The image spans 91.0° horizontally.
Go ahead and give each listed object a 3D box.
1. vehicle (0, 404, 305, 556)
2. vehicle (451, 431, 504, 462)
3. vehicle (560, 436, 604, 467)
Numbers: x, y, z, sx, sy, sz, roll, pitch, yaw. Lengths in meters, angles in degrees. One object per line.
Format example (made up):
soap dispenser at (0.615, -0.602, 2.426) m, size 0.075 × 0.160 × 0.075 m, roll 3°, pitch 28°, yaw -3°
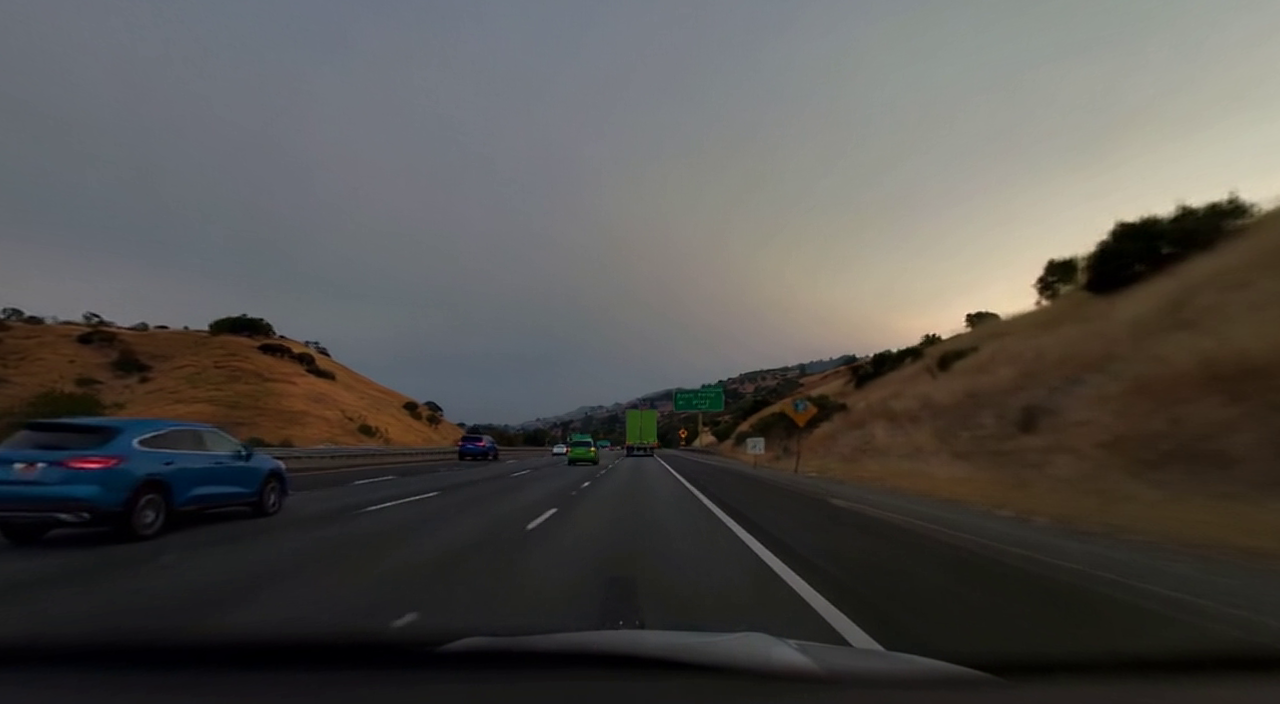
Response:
vehicle at (-7.470, 1.794, 9.529) m, size 2.098 × 1.678 × 4.822 m, roll 0°, pitch -9°, yaw 0°
vehicle at (-10.815, 6.342, 42.200) m, size 2.111 × 1.906 × 5.028 m, roll 0°, pitch -9°, yaw 1°
vehicle at (-3.473, 6.059, 38.567) m, size 2.194 × 1.725 × 4.698 m, roll 0°, pitch -9°, yaw 1°
